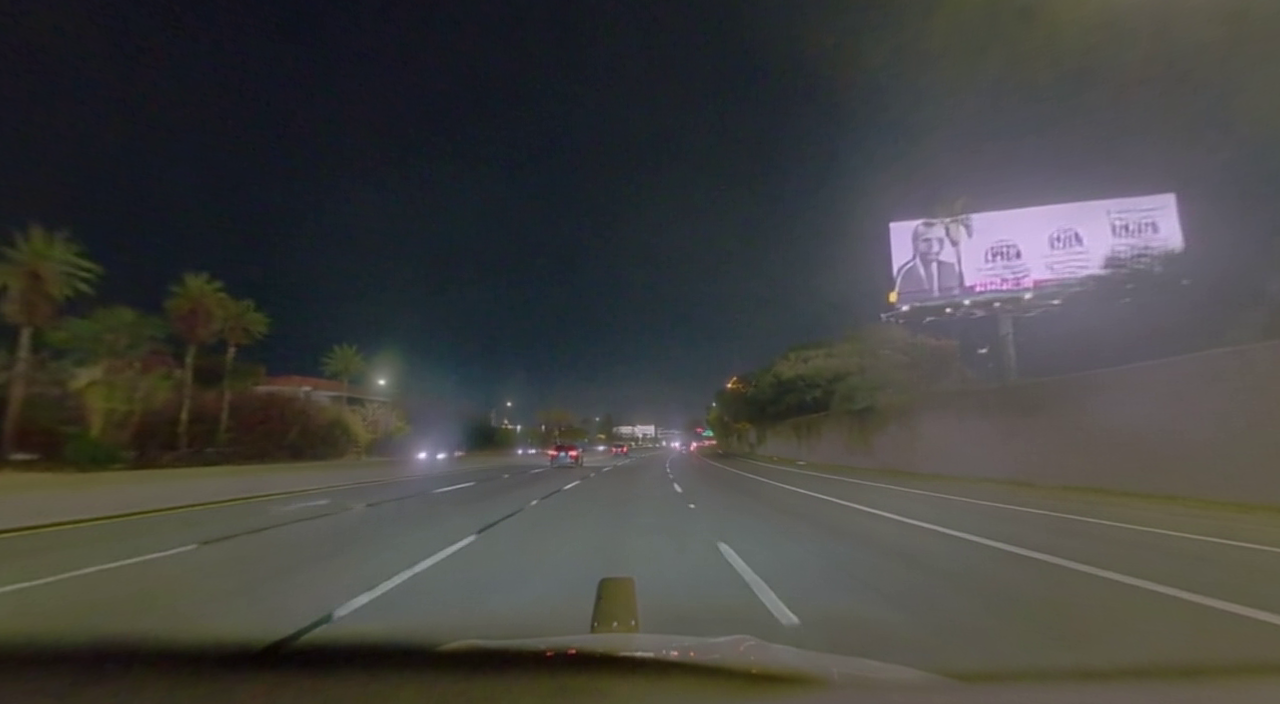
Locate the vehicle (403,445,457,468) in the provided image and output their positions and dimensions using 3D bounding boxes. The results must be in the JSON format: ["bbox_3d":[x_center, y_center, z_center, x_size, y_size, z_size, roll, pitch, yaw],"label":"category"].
[{"bbox_3d":[-14.145,7.030,42.737,2.078,1.483,4.120,-1,-8,3],"label":"vehicle"}]

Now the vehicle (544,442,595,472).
[{"bbox_3d":[-3.733,5.659,34.296,2.078,1.457,4.648,-1,-8,2],"label":"vehicle"}]
